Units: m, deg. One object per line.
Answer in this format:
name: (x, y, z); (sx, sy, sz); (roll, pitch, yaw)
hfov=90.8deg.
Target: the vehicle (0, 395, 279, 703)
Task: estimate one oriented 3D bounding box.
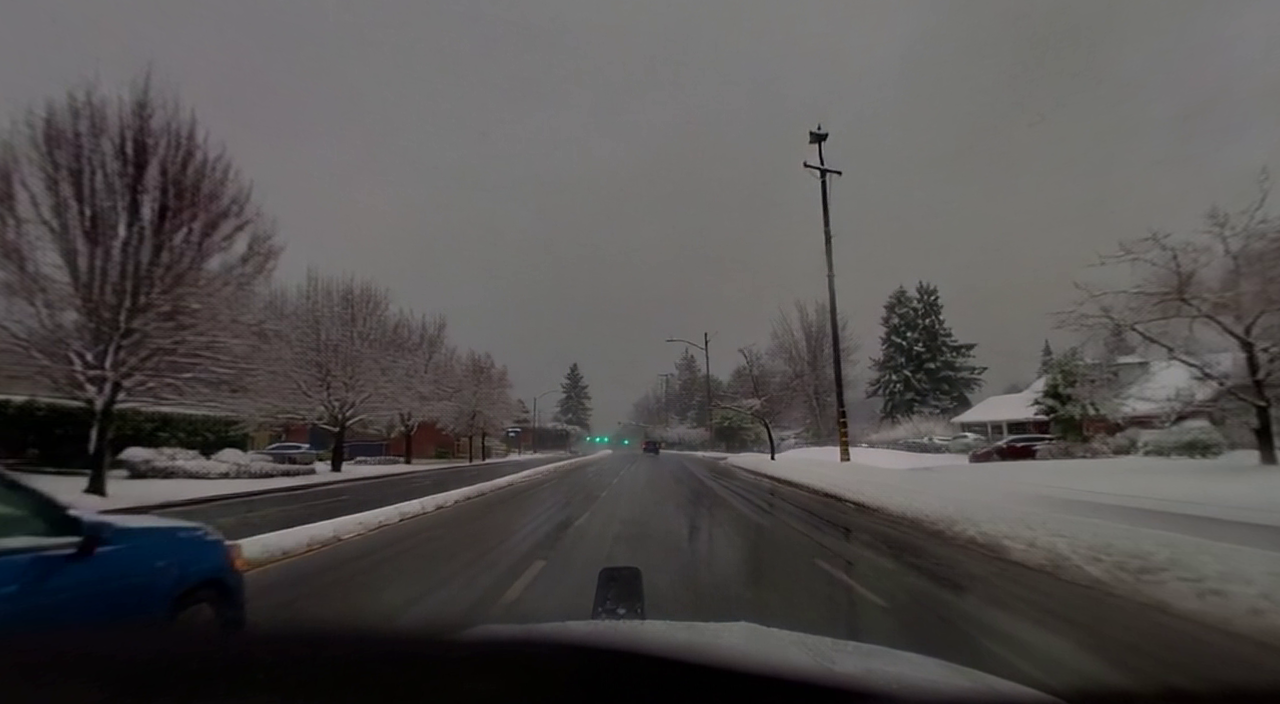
vehicle: (-3.060, 0.797, 1.350); (2.113, 1.493, 4.222); (0, -9, -1)
